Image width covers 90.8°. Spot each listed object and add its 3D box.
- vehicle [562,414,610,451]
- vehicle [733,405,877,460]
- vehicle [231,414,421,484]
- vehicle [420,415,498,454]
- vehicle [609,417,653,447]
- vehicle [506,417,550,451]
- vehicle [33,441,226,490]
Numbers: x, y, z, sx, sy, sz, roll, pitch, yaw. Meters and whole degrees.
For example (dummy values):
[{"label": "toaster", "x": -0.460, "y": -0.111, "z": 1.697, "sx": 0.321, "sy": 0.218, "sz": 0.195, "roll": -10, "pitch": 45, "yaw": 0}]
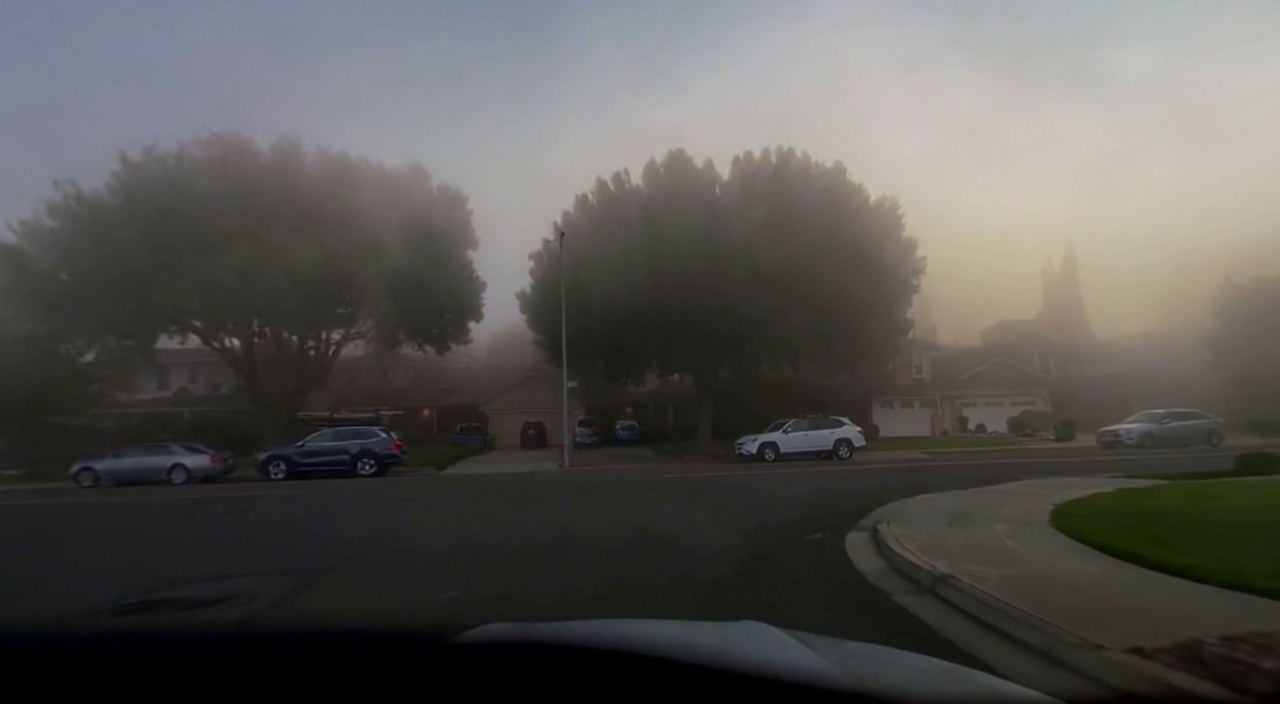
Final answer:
[{"label": "vehicle", "x": -3.210, "y": 4.655, "z": 36.465, "sx": 2.278, "sy": 1.969, "sz": 5.533, "roll": 1, "pitch": -8, "yaw": -10}, {"label": "vehicle", "x": 6.272, "y": 3.141, "z": 24.409, "sx": 4.919, "sy": 1.969, "sz": 2.104, "roll": 2, "pitch": -9, "yaw": -5}, {"label": "vehicle", "x": -10.803, "y": 3.362, "z": 22.220, "sx": 5.419, "sy": 2.292, "sz": 2.272, "roll": 1, "pitch": -7, "yaw": -8}, {"label": "vehicle", "x": -10.519, "y": 4.803, "z": 36.412, "sx": 2.307, "sy": 2.043, "sz": 5.475, "roll": 7, "pitch": -11, "yaw": -38}, {"label": "vehicle", "x": -0.636, "y": 4.843, "z": 38.014, "sx": 2.005, "sy": 1.699, "sz": 4.234, "roll": 1, "pitch": -8, "yaw": -10}, {"label": "vehicle", "x": -6.824, "y": 5.017, "z": 38.327, "sx": 2.391, "sy": 1.894, "sz": 5.075, "roll": 1, "pitch": -8, "yaw": -11}, {"label": "vehicle", "x": -16.914, "y": 3.773, "z": 21.166, "sx": 4.650, "sy": 1.480, "sz": 1.782, "roll": 1, "pitch": -9, "yaw": -8}]
